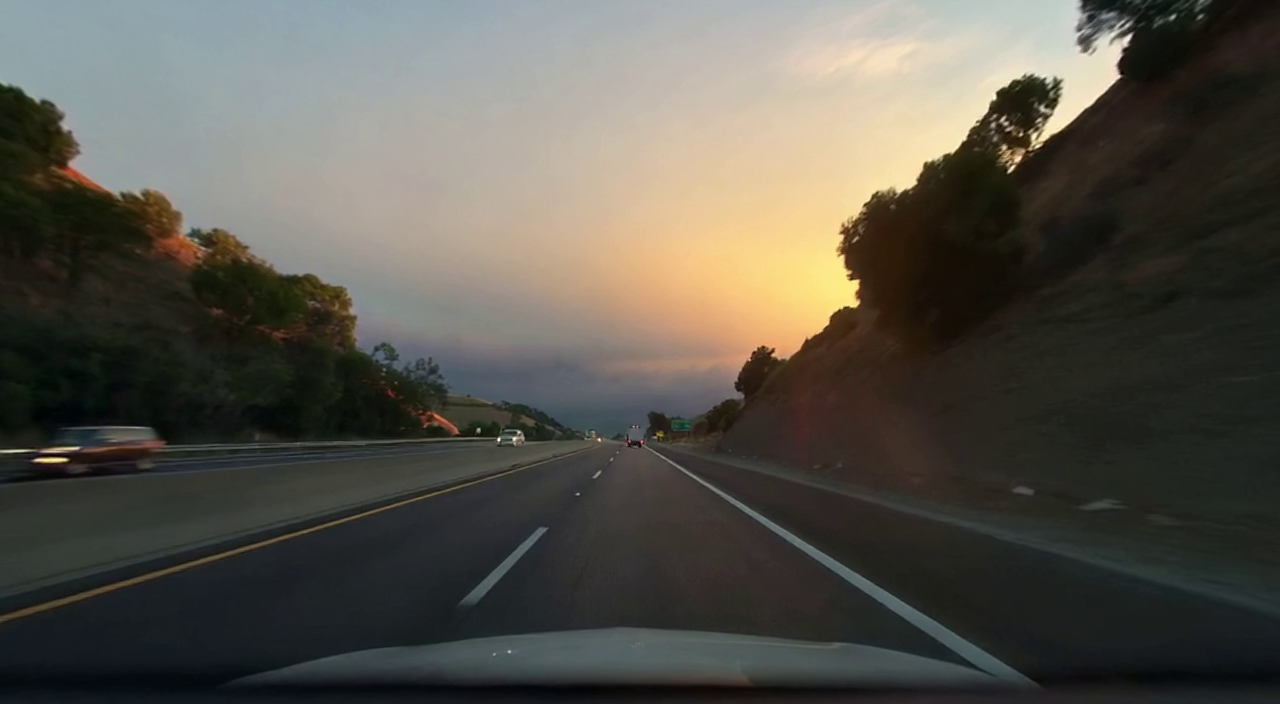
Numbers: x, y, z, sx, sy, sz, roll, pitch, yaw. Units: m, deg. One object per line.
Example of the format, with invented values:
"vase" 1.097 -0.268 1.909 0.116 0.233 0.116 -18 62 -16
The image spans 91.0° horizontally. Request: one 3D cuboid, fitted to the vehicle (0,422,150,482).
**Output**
"vehicle" -17.985 3.087 19.561 1.895 1.631 4.521 0 -8 -1
